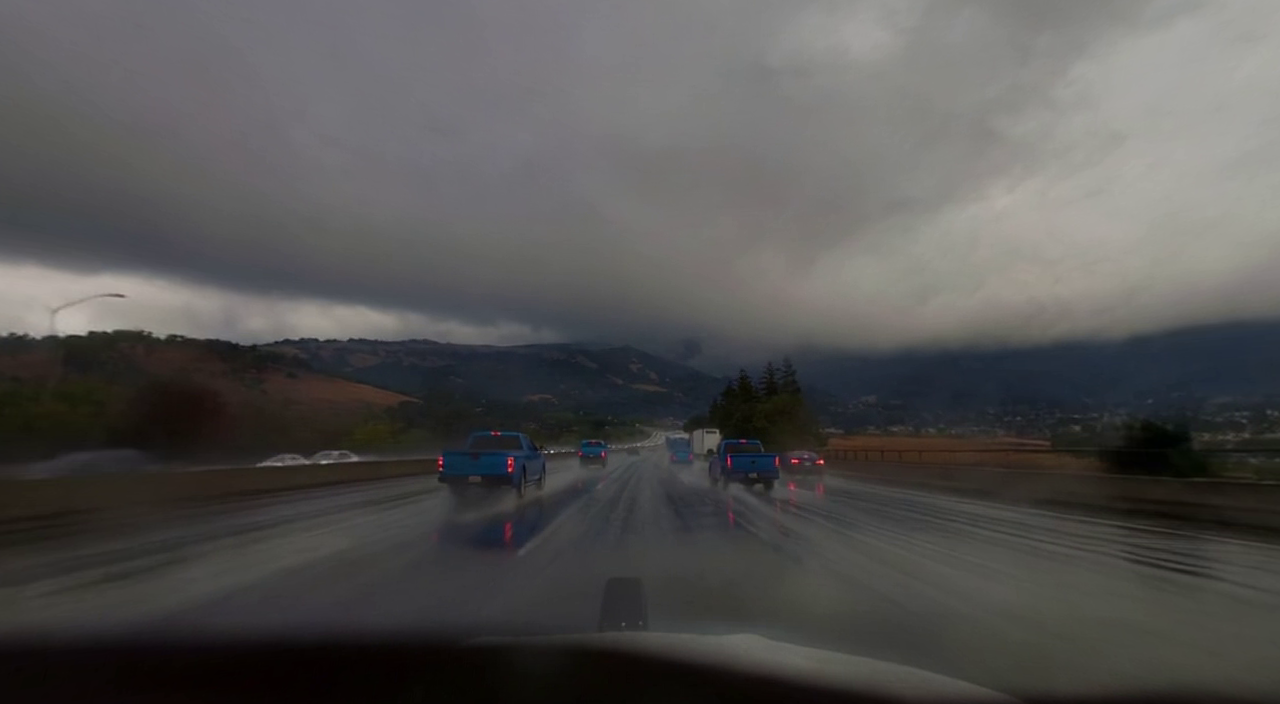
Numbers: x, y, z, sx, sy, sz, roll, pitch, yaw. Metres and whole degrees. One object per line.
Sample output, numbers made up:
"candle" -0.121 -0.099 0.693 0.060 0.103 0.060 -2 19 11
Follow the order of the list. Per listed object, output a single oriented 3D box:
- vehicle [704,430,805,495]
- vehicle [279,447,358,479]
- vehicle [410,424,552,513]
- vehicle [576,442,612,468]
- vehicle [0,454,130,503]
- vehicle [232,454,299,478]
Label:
"vehicle" 3.818 3.801 22.257 2.424 1.952 5.611 0 -8 -1
"vehicle" -17.463 6.034 34.528 1.948 1.576 4.501 0 -8 1
"vehicle" -3.736 2.845 16.033 2.227 1.853 5.161 0 -8 1
"vehicle" -3.310 7.500 46.062 2.235 1.785 4.386 -1 -8 1
"vehicle" -21.175 4.435 22.581 1.873 1.490 4.725 0 -8 0
"vehicle" -25.569 7.775 43.233 1.850 1.478 4.595 0 -8 -1
